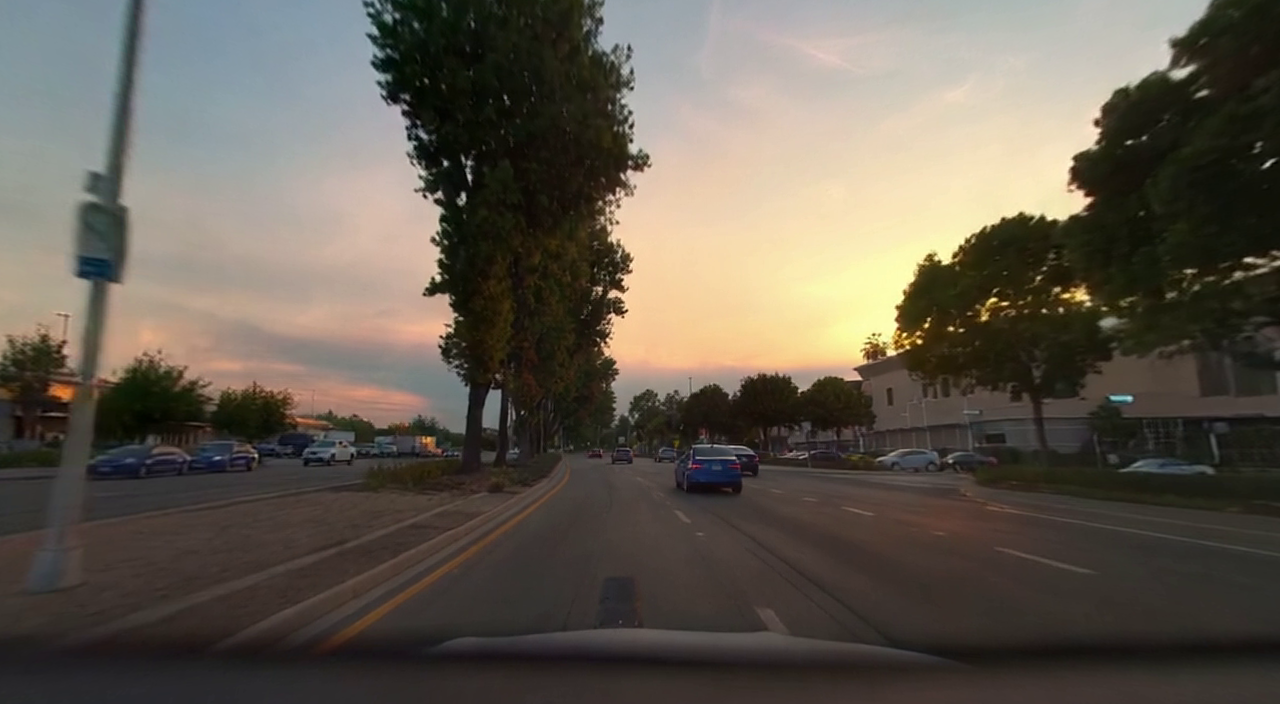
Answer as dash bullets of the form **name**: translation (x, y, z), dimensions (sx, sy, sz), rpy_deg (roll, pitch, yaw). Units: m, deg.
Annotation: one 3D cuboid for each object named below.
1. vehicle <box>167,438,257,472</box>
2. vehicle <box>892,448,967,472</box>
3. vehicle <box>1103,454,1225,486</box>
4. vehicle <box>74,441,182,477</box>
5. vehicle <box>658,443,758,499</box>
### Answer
- **vehicle**: translation (-24.561, 5.893, 36.360), dimensions (1.982, 1.811, 4.730), rpy_deg (0, -8, -2)
- **vehicle**: translation (19.797, 7.345, 43.069), dimensions (4.424, 1.531, 2.008), rpy_deg (3, -9, -18)
- **vehicle**: translation (28.781, 6.469, 34.818), dimensions (1.905, 1.561, 4.816), rpy_deg (3, -9, -17)
- **vehicle**: translation (-24.406, 5.091, 30.227), dimensions (1.689, 1.595, 4.293), rpy_deg (0, -8, -3)
- **vehicle**: translation (1.847, 3.447, 18.759), dimensions (2.256, 1.451, 4.313), rpy_deg (1, -8, -4)
